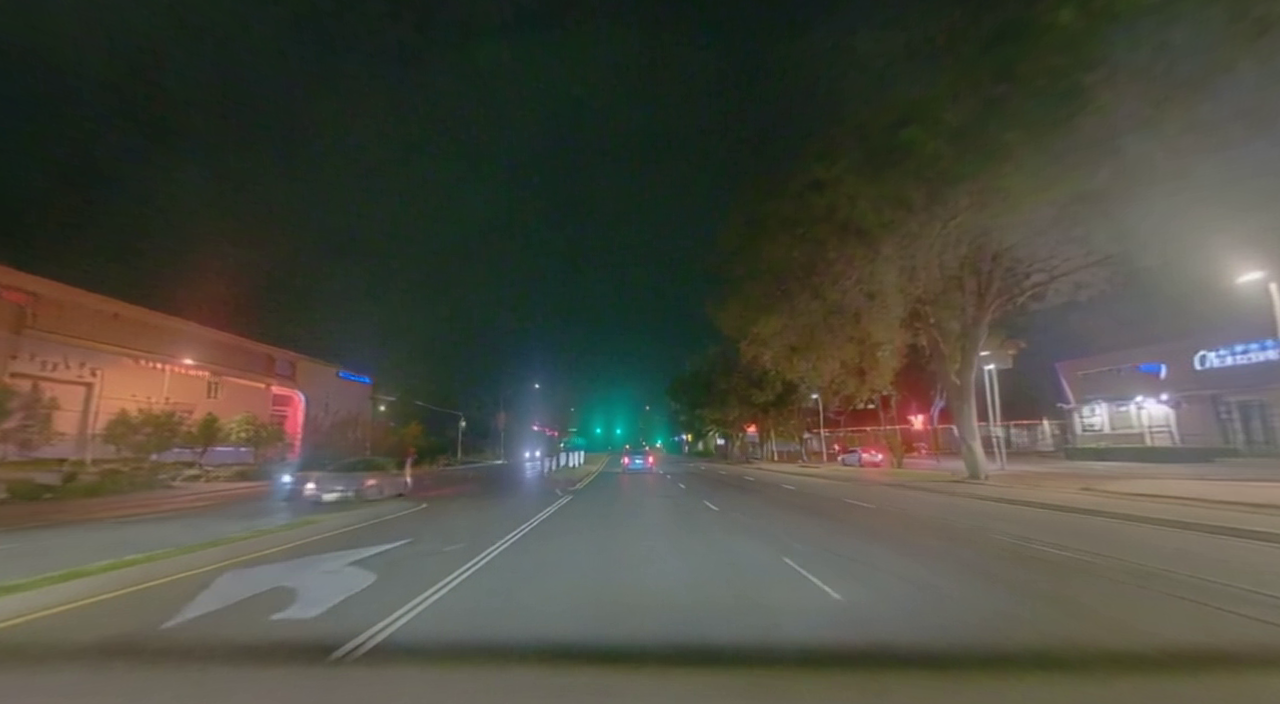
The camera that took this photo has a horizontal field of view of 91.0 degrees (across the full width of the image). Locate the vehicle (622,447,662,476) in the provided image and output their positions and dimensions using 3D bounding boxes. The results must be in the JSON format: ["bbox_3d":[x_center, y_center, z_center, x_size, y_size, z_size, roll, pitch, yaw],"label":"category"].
[{"bbox_3d":[0.047,5.802,33.492,1.998,1.452,3.773,0,-9,-2],"label":"vehicle"}]

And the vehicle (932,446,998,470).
[{"bbox_3d":[22.671,7.419,44.121,1.955,1.499,4.687,-2,-9,-2],"label":"vehicle"}]

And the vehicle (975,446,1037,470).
[{"bbox_3d":[25.631,7.422,44.185,1.883,1.524,4.065,-2,-10,1],"label":"vehicle"}]

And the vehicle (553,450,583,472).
[{"bbox_3d":[-5.111,7.752,45.004,2.033,1.486,3.771,1,-9,-5],"label":"vehicle"}]

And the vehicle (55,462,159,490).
[{"bbox_3d":[-30.047,6.993,35.551,4.189,1.385,1.832,1,-8,0],"label":"vehicle"}]

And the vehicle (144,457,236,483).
[{"bbox_3d":[-29.322,7.705,41.145,4.367,1.613,2.004,0,-9,-3],"label":"vehicle"}]

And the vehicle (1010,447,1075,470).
[{"bbox_3d":[28.260,7.469,44.328,1.898,1.536,4.025,0,-9,0],"label":"vehicle"}]

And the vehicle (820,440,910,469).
[{"bbox_3d":[15.685,7.179,44.012,5.466,1.861,2.135,-6,-11,31],"label":"vehicle"}]

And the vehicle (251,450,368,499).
[{"bbox_3d":[-12.975,4.800,25.170,2.115,1.741,4.733,0,-9,0],"label":"vehicle"}]

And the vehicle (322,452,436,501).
[{"bbox_3d":[-9.075,4.331,22.371,2.072,1.483,4.619,0,-9,0],"label":"vehicle"}]
